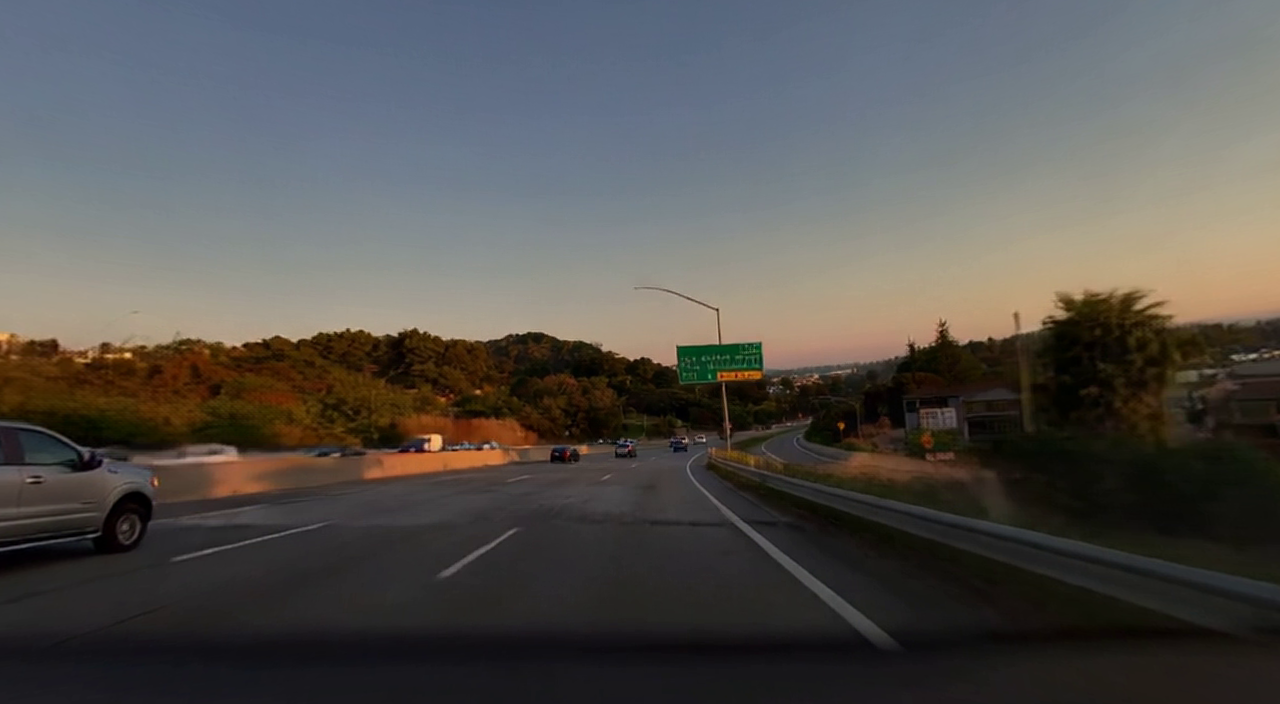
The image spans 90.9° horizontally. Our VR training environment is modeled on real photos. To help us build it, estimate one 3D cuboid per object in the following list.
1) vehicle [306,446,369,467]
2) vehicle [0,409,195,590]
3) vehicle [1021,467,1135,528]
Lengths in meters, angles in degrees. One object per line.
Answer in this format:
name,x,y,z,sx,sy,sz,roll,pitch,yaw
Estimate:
vehicle,-21.574,7.456,45.199,1.887,1.462,4.739,-1,-8,5
vehicle,-6.810,1.350,5.762,1.923,1.630,4.857,0,-8,0
vehicle,28.183,9.304,41.048,2.749,3.380,6.690,-1,-8,3
